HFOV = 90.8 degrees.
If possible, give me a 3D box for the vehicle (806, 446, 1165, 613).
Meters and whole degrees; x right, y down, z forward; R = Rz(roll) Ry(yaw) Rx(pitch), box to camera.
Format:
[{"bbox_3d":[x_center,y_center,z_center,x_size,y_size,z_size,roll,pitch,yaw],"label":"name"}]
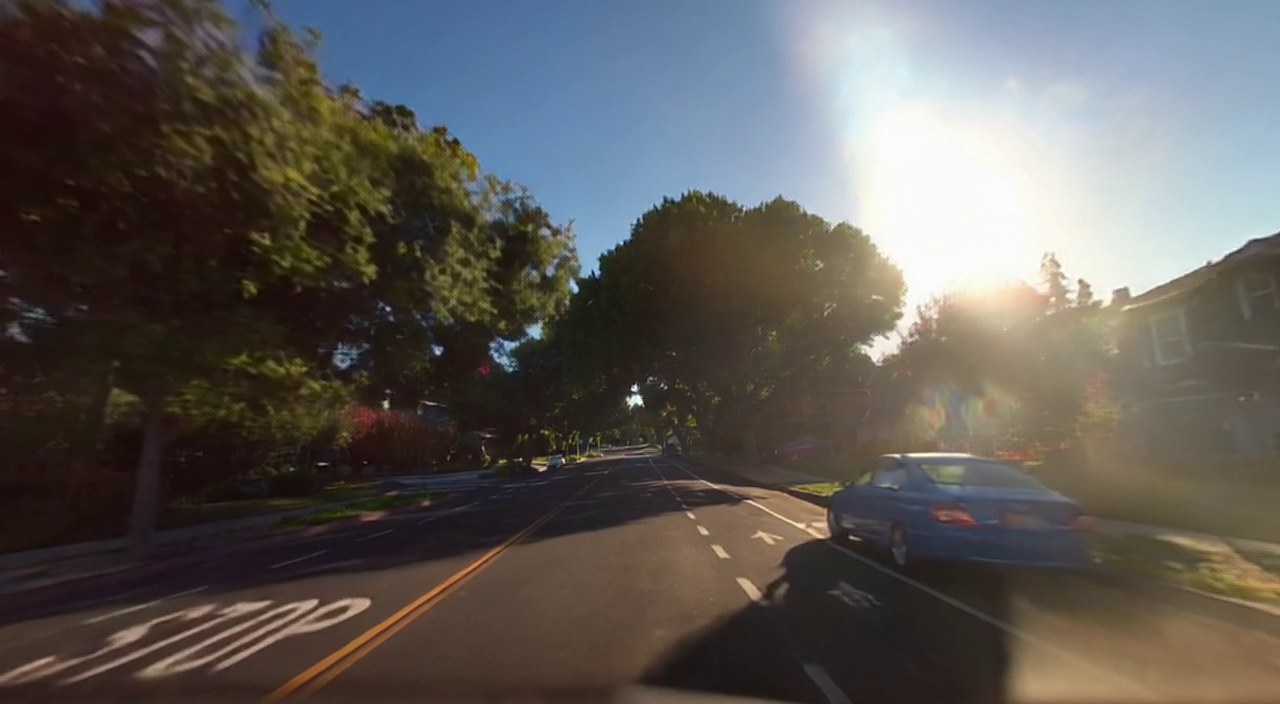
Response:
[{"bbox_3d":[3.722,1.965,7.996,1.961,1.472,4.434,0,-9,-1],"label":"vehicle"}]
